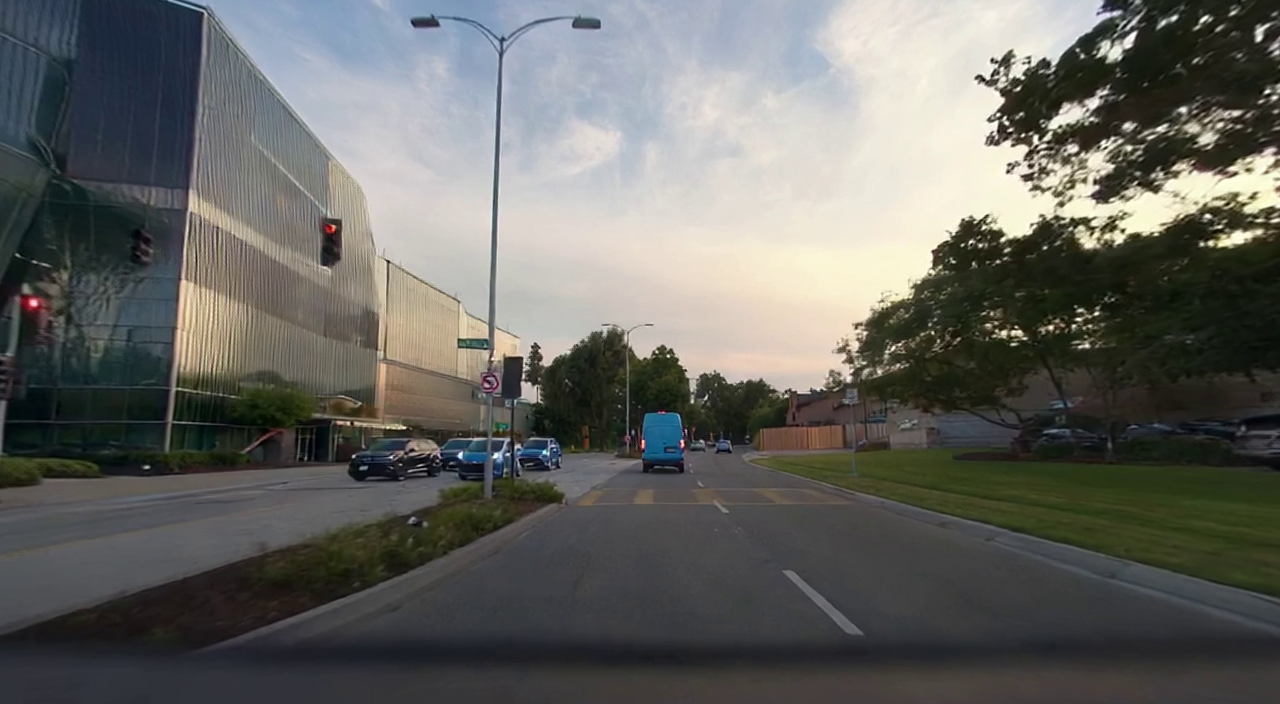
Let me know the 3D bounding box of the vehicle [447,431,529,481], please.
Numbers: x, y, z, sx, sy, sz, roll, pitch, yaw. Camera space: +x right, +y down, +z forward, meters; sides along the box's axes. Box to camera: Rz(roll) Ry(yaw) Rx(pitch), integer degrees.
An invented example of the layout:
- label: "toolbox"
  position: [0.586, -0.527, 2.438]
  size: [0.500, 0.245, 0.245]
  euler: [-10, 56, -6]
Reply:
- label: "vehicle"
  position: [-5.279, 3.698, 22.386]
  size: [1.893, 1.587, 3.595]
  euler: [-1, -9, 2]

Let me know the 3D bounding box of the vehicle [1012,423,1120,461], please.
- label: "vehicle"
  position: [17.348, 3.715, 25.899]
  size: [1.759, 1.433, 3.862]
  euler: [-1, -8, 2]

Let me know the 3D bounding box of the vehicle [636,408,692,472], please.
- label: "vehicle"
  position: [1.266, 4.257, 30.601]
  size: [2.435, 2.816, 5.232]
  euler: [-1, -8, 5]

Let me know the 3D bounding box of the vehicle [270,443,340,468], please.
- label: "vehicle"
  position: [-20.651, 6.319, 38.734]
  size: [4.373, 1.385, 1.827]
  euler: [-5, -9, 33]

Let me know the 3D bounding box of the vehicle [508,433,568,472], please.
- label: "vehicle"
  position: [-4.749, 4.788, 30.048]
  size: [1.935, 1.633, 4.247]
  euler: [-2, -9, 3]

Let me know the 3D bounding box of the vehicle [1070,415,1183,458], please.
- label: "vehicle"
  position: [19.813, 3.541, 25.879]
  size: [1.776, 1.463, 3.803]
  euler: [-4, -11, 5]

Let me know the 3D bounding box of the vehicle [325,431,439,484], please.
- label: "vehicle"
  position: [-8.784, 3.654, 21.935]
  size: [1.891, 1.575, 4.559]
  euler: [-2, -9, 3]
